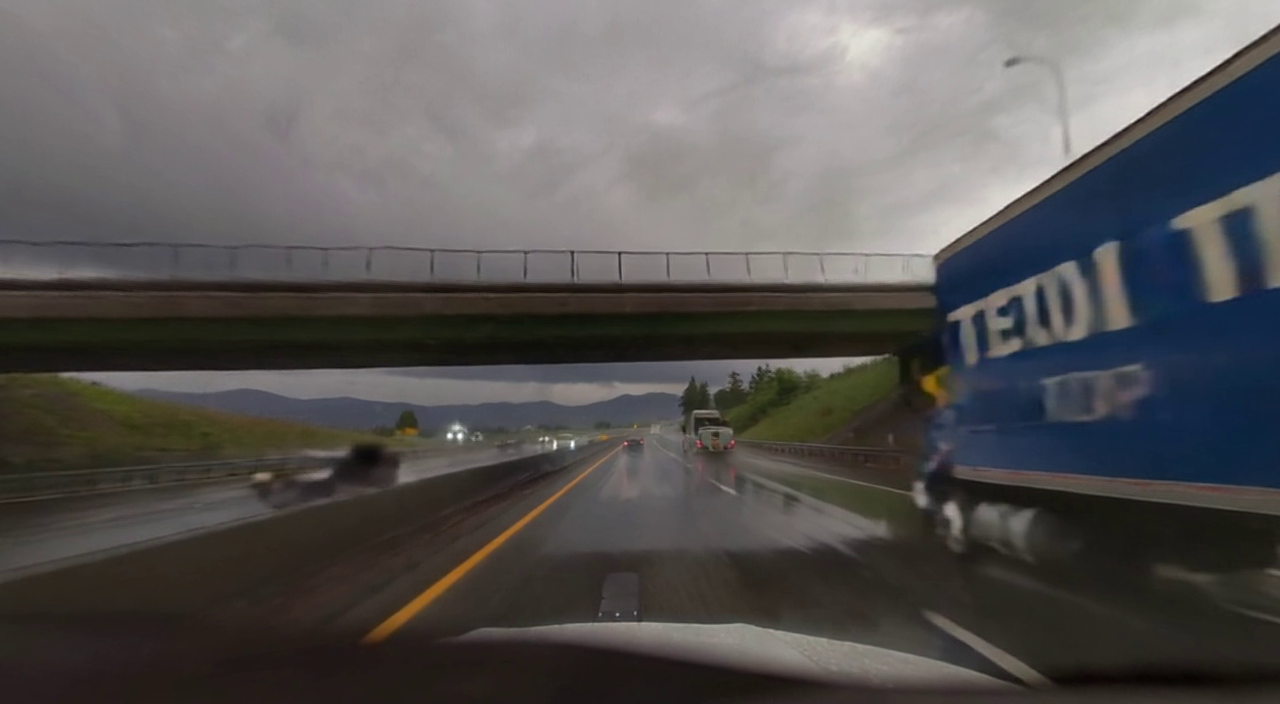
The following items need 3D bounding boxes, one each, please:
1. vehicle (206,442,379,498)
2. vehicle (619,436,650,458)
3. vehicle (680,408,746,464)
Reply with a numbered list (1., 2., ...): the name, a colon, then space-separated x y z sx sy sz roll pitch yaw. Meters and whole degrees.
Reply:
1. vehicle: -8.842 3.010 16.600 2.006 1.218 4.520 0 -8 0
2. vehicle: -0.353 6.269 41.844 1.996 1.325 4.029 0 -8 0
3. vehicle: 3.811 4.567 34.485 2.715 2.746 6.550 0 -8 -1
